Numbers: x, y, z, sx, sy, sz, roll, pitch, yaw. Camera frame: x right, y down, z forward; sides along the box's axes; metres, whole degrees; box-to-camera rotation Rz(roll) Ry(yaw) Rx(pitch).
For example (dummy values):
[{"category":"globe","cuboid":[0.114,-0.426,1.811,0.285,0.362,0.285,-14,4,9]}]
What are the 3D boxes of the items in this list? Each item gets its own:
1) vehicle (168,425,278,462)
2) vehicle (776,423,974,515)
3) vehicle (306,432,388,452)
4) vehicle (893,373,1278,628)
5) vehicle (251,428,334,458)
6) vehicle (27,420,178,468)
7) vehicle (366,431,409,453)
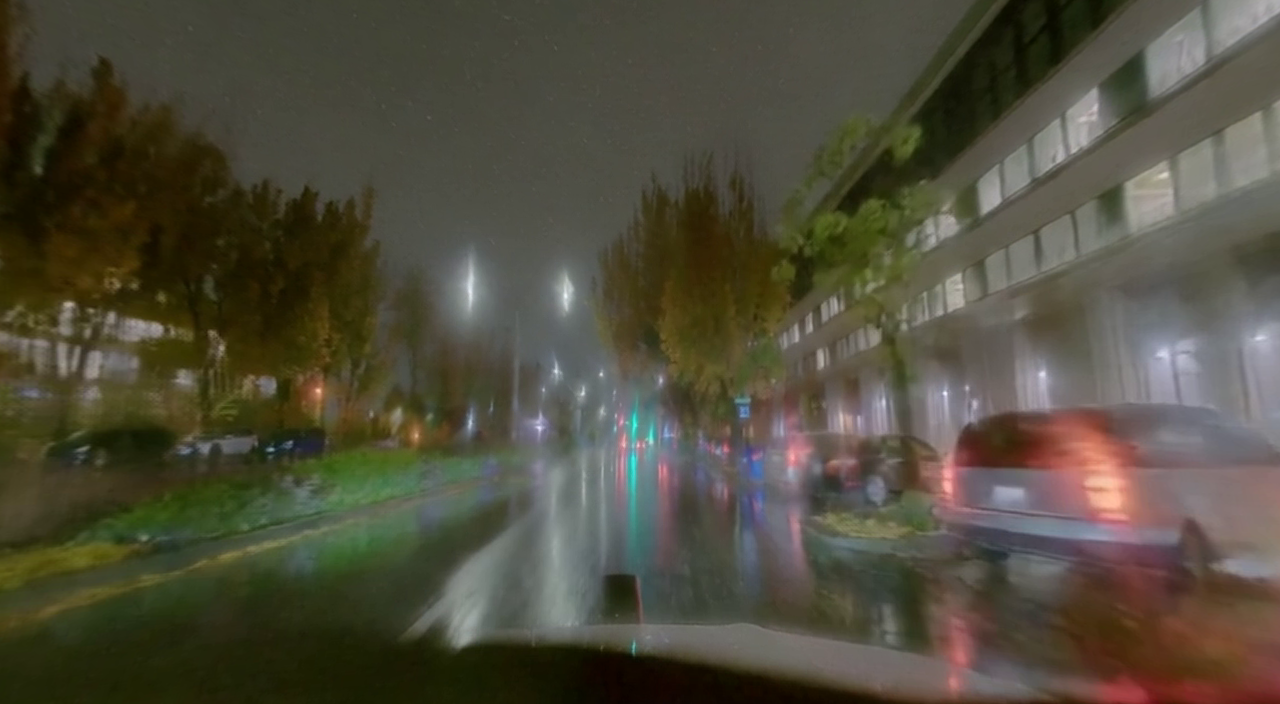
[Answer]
[{"category":"vehicle","cuboid":[-18.502,4.082,28.235,1.811,1.502,4.639,-1,-8,0]},{"category":"vehicle","cuboid":[4.646,2.213,12.400,3.531,1.529,1.903,5,-10,-35]},{"category":"vehicle","cuboid":[-19.270,5.970,41.840,2.389,1.206,6.247,-1,-8,1]},{"category":"vehicle","cuboid":[4.640,1.251,6.315,4.416,1.656,1.928,6,-10,-39]},{"category":"vehicle","cuboid":[-18.781,4.975,34.324,1.869,1.494,4.833,0,-8,-2]},{"category":"vehicle","cuboid":[-18.573,3.217,22.047,1.807,1.501,4.134,0,-8,-3]},{"category":"vehicle","cuboid":[-19.234,6.871,48.085,1.792,1.554,3.682,0,-8,-1]}]
